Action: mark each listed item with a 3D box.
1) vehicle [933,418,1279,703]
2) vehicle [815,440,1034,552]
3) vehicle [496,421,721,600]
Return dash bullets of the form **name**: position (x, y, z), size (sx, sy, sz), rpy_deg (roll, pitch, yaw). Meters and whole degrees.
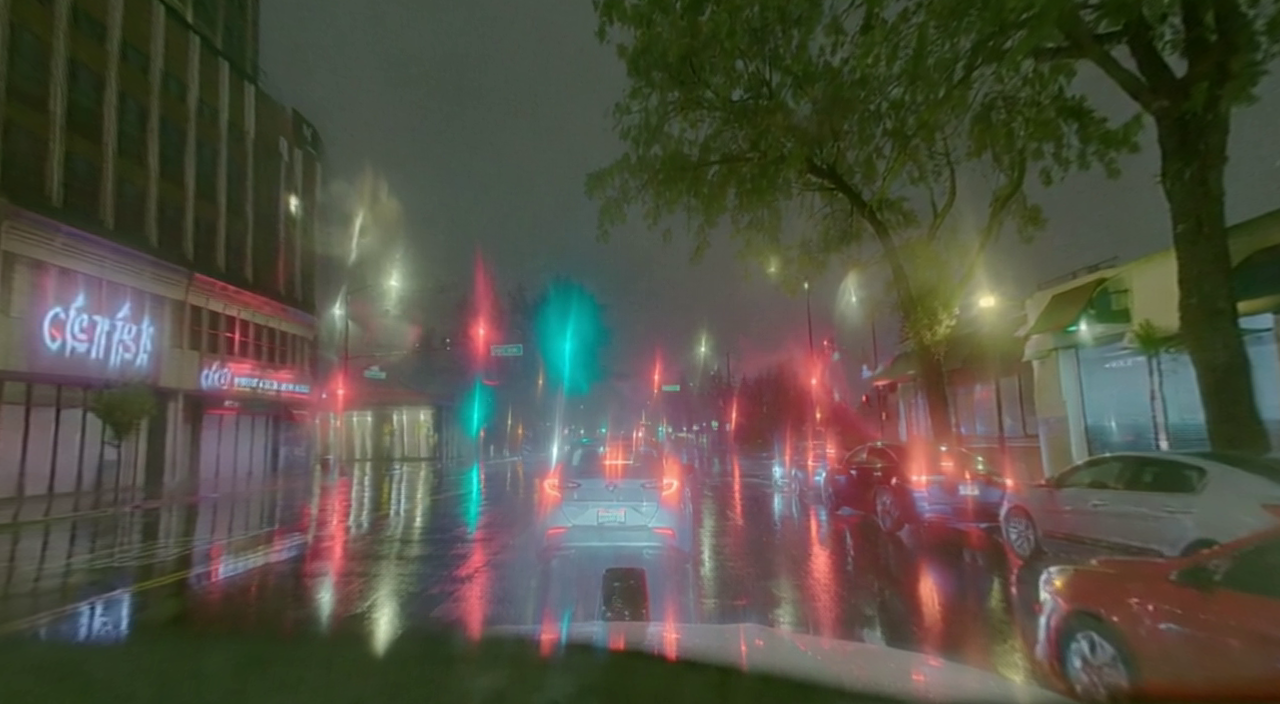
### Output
- **vehicle**: position (3.195, 0.979, 2.192), size (2.006, 1.496, 4.767), rpy_deg (0, -9, -1)
- **vehicle**: position (4.543, 2.323, 11.012), size (1.912, 1.505, 4.618), rpy_deg (-1, -8, 3)
- **vehicle**: position (-0.268, 1.613, 7.233), size (1.888, 1.489, 3.703), rpy_deg (0, -8, 0)
